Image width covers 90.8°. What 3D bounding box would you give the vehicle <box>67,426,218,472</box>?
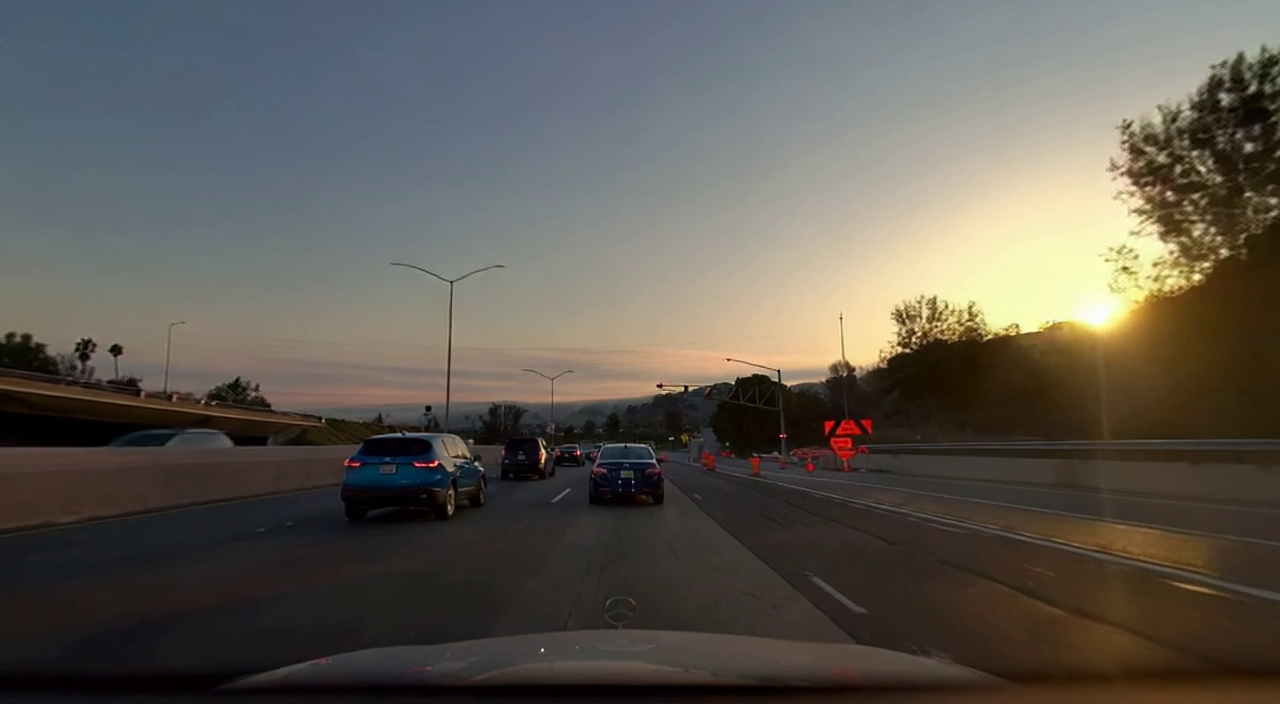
[{"bbox_3d":[-17.784,3.511,22.936,1.869,1.516,4.480,0,-9,-1],"label":"vehicle"}]

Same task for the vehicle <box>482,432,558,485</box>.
[{"bbox_3d":[-4.186,3.781,22.665,1.982,1.727,4.057,0,-9,-1],"label":"vehicle"}]

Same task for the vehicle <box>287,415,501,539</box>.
[{"bbox_3d":[-3.885,2.056,10.922,2.025,1.708,4.089,0,-9,0],"label":"vehicle"}]

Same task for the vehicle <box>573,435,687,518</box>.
[{"bbox_3d":[-0.247,2.562,13.542,2.069,1.484,3.982,0,-9,-2],"label":"vehicle"}]
